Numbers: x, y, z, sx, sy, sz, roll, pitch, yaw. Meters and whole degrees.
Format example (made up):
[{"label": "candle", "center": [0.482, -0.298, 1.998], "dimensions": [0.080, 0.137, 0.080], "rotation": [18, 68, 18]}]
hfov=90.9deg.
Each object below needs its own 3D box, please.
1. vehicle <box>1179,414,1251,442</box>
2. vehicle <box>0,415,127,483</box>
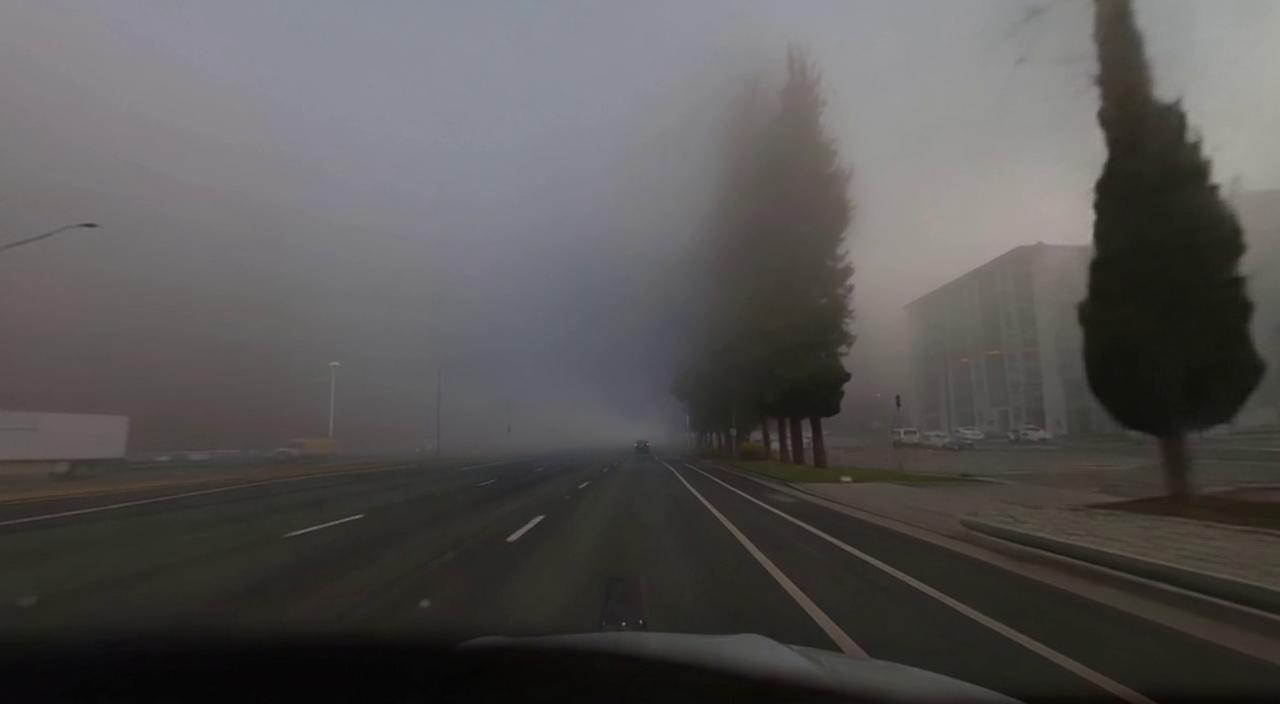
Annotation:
[{"label": "vehicle", "center": [44.396, 5.917, 48.656], "dimensions": [5.546, 2.037, 2.222], "rotation": [4, -9, -29]}, {"label": "vehicle", "center": [-39.205, 6.142, 39.887], "dimensions": [3.190, 3.960, 12.082], "rotation": [0, -8, 1]}]
